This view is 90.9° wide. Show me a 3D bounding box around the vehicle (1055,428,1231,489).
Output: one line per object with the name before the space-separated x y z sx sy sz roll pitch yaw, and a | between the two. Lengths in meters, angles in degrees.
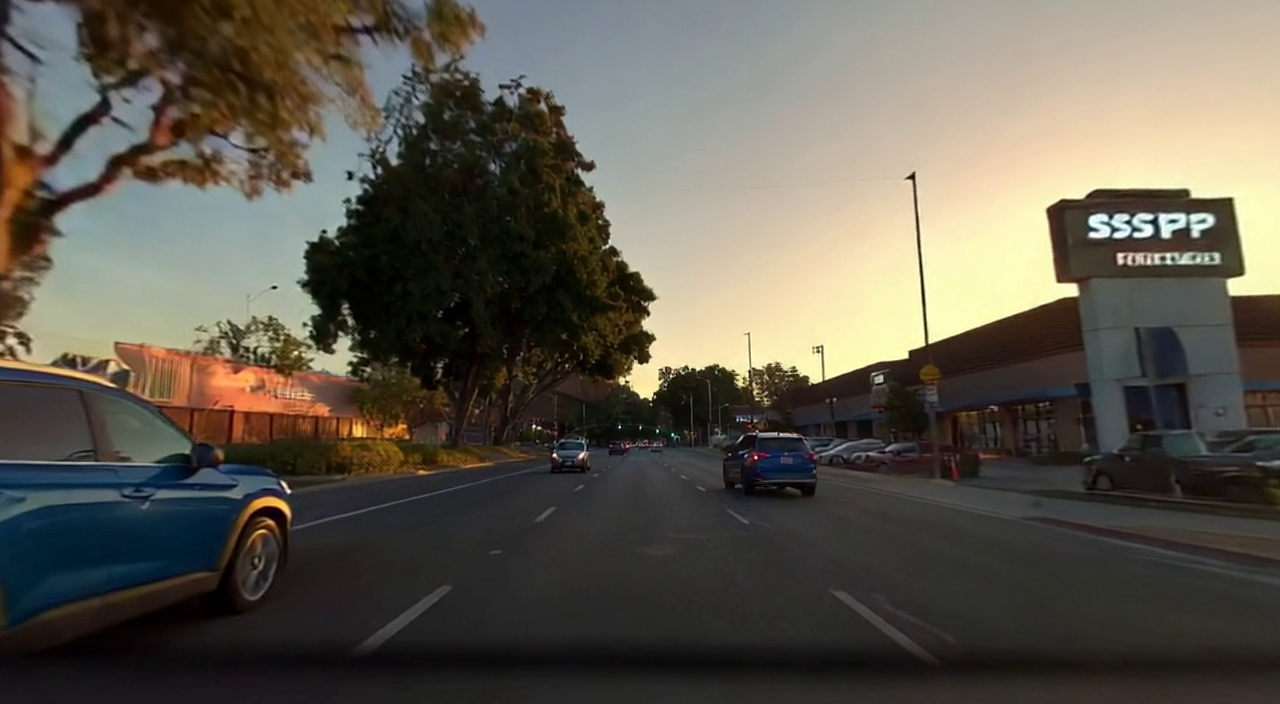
vehicle | 15.513 3.300 19.861 1.897 1.662 4.504 0 -8 2

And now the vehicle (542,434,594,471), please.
vehicle | -3.698 5.252 33.107 2.112 1.775 4.404 0 -8 1

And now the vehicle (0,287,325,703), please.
vehicle | -3.874 0.724 2.968 2.210 1.925 4.838 0 -8 1

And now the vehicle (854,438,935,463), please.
vehicle | 17.465 6.770 43.415 4.706 1.660 2.077 0 -8 0

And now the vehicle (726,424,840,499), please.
vehicle | 3.697 2.932 17.214 2.024 1.773 4.431 0 -8 0
